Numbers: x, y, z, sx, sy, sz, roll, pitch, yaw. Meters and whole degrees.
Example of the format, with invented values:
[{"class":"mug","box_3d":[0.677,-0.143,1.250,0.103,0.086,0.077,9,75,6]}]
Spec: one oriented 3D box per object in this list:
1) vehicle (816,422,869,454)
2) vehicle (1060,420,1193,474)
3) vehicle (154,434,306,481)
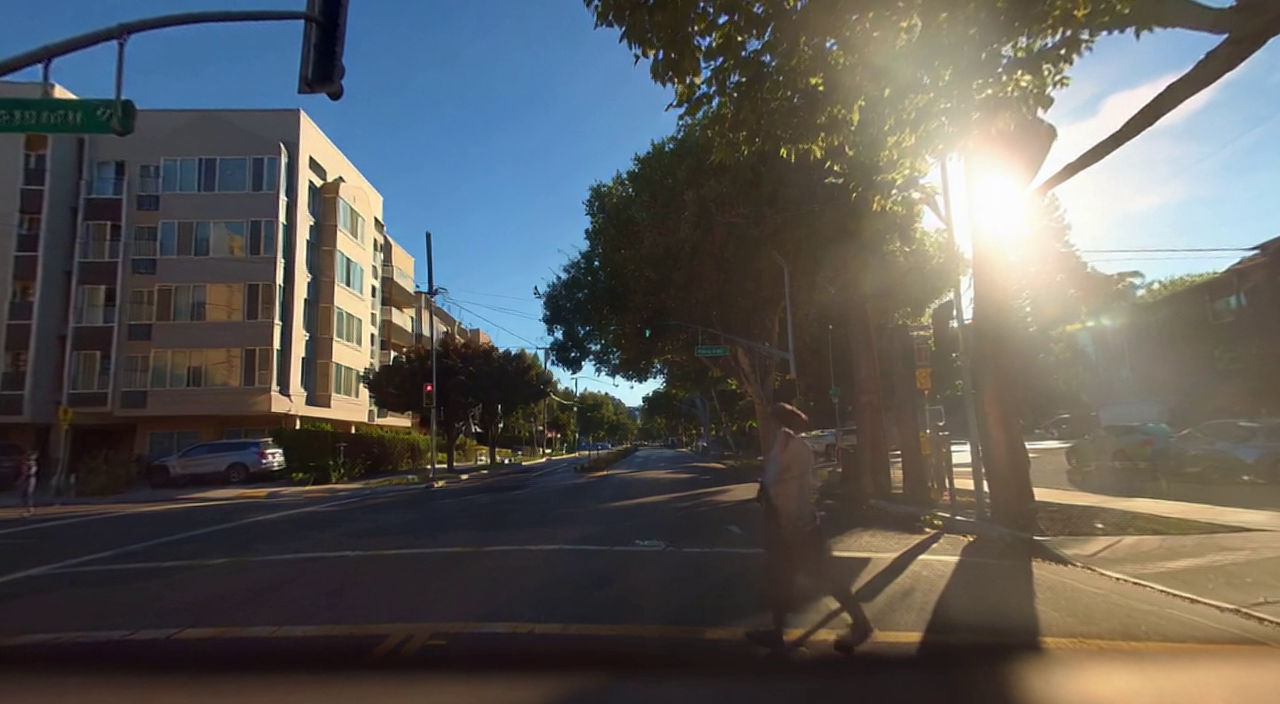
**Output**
[{"class":"vehicle","box_3d":[11.524,4.957,36.239,1.950,1.714,4.245,-1,-9,5]},{"class":"vehicle","box_3d":[17.094,3.373,22.487,2.013,1.722,4.007,-2,-9,10]},{"class":"vehicle","box_3d":[-18.963,4.871,29.497,5.468,1.854,2.283,-2,-8,-4]}]
